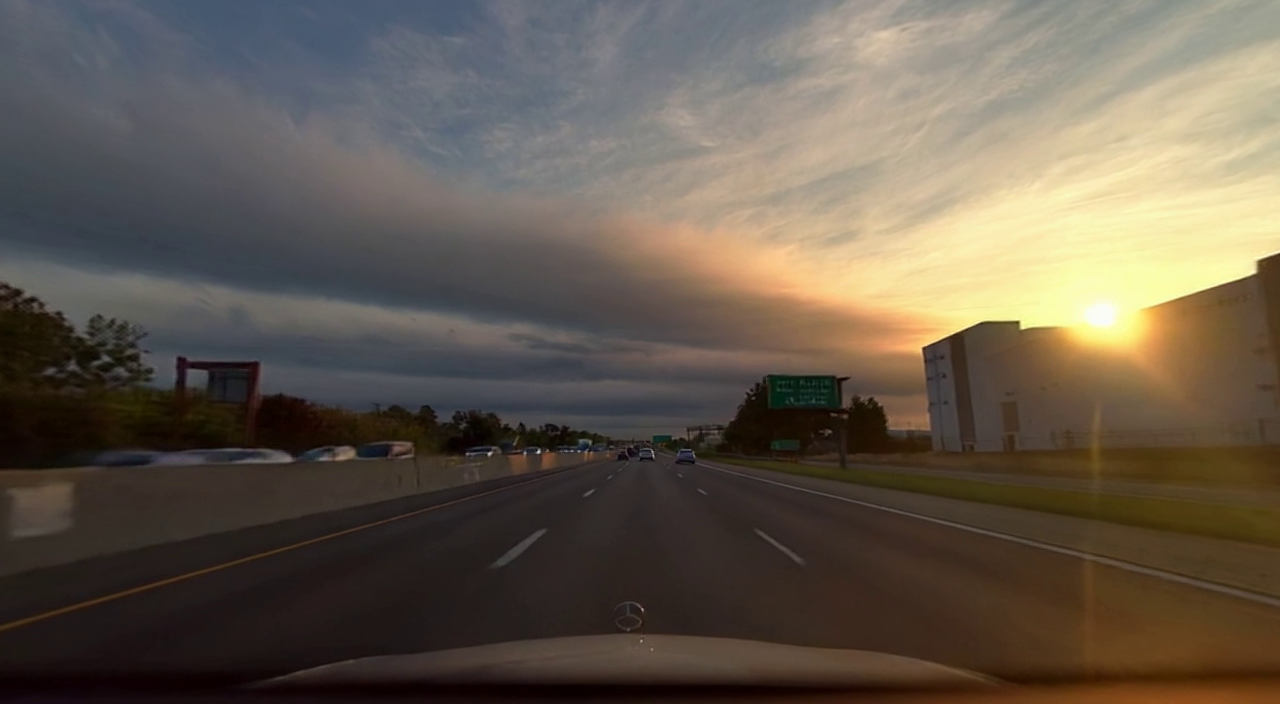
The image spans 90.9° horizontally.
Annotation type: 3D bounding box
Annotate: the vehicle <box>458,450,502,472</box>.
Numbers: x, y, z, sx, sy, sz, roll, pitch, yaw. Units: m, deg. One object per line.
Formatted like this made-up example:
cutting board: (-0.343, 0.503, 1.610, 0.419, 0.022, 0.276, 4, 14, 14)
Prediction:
vehicle: (-11.211, 7.650, 44.338, 1.894, 1.437, 4.443, 0, -9, 1)

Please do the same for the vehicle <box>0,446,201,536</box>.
vehicle: (-11.156, 2.585, 12.332, 1.920, 1.428, 4.416, 0, -9, 0)

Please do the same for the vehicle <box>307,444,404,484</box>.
vehicle: (-11.934, 4.707, 26.783, 2.035, 1.512, 4.336, 0, -9, 1)
